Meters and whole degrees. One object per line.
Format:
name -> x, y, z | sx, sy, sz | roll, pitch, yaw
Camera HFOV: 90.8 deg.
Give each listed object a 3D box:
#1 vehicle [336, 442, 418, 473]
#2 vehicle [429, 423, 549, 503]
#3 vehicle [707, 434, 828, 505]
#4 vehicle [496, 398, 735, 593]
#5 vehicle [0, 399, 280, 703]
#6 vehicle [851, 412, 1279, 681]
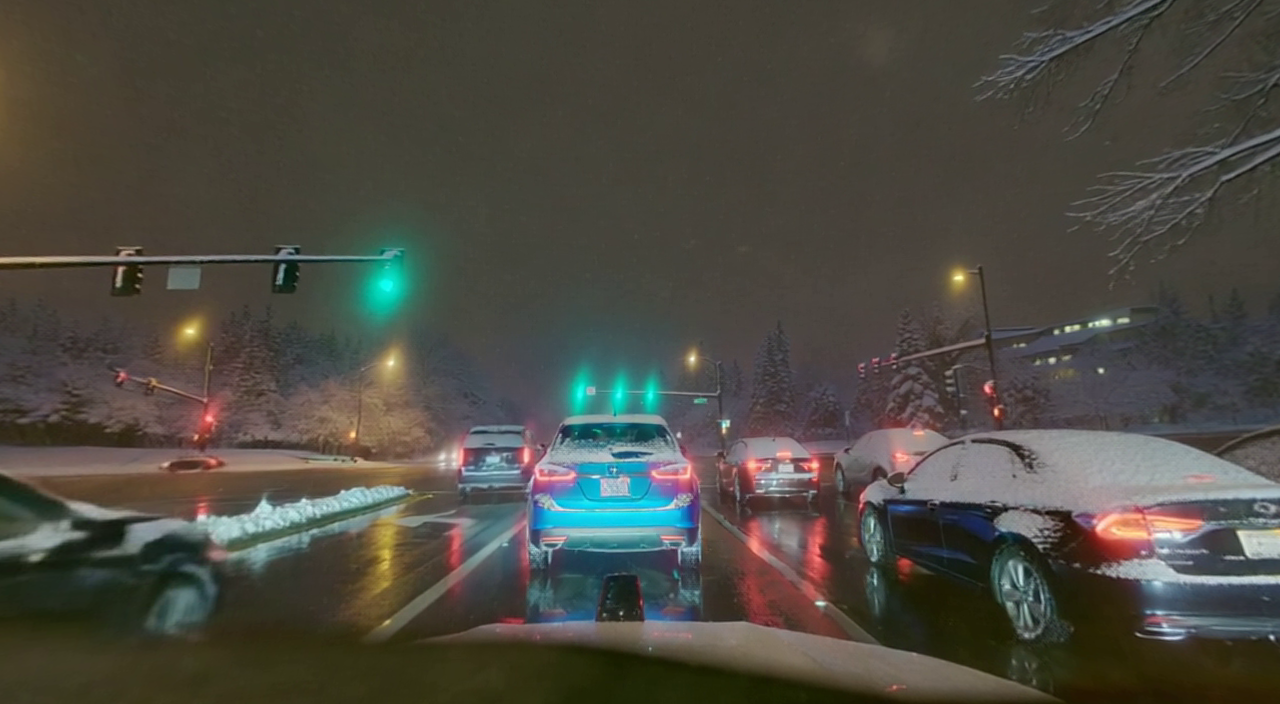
vehicle -> -16.601, 6.651, 39.894 | 4.446, 1.821, 2.276 | -4, -9, 23
vehicle -> -3.807, 2.904, 16.950 | 2.186, 1.794, 4.972 | 0, -8, -3
vehicle -> 2.976, 2.853, 15.766 | 1.950, 1.506, 4.086 | 0, -8, -3
vehicle -> -0.271, 1.554, 7.613 | 2.101, 1.707, 3.904 | 0, -8, -2
vehicle -> -3.160, 0.836, 1.578 | 2.077, 1.493, 4.281 | 0, -9, -2
vehicle -> 3.621, 1.393, 5.699 | 1.861, 1.478, 4.185 | 0, -8, -2
